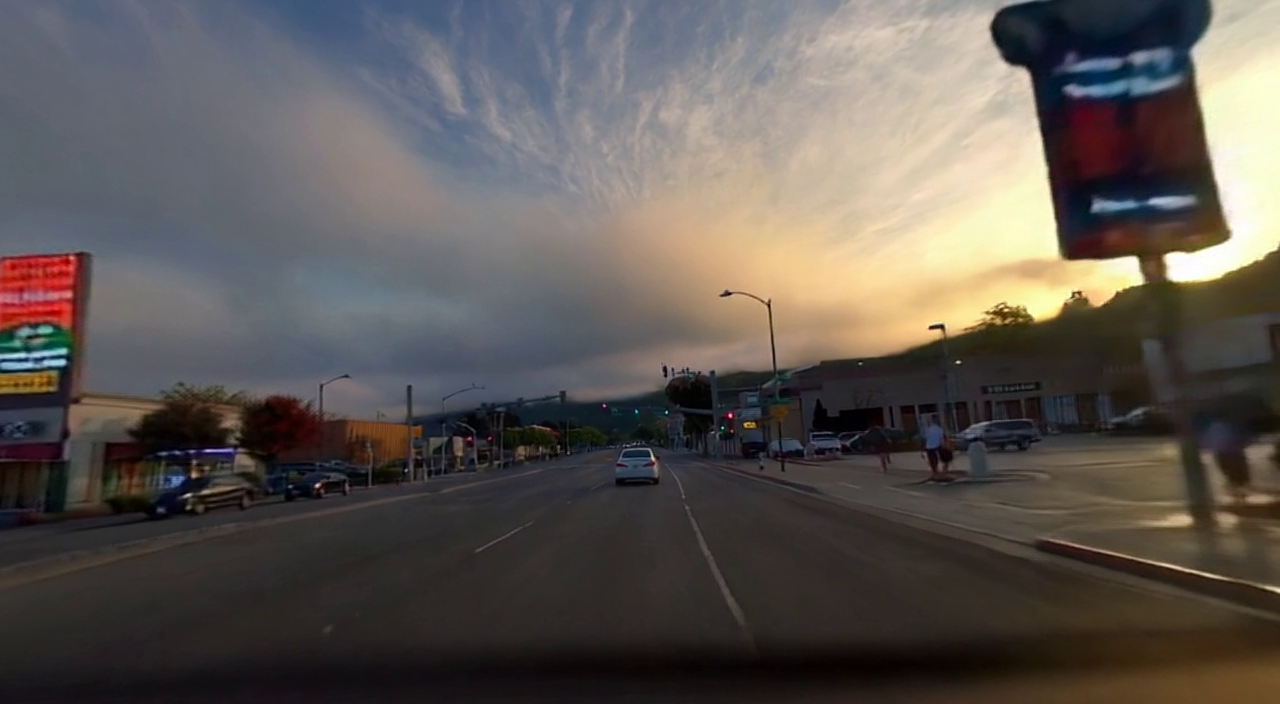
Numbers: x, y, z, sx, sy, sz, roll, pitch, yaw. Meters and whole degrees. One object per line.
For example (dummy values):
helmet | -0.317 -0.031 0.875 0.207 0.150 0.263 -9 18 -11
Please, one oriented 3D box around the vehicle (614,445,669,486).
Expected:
vehicle | 0.124 4.410 24.915 1.977 1.451 4.032 -1 -9 3

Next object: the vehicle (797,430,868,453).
vehicle | 13.871 6.468 45.762 4.466 1.553 2.060 1 -7 -1

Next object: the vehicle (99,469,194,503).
vehicle | -29.659 8.008 38.073 4.261 1.756 1.915 7 -11 -38

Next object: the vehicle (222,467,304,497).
vehicle | -24.333 8.335 40.800 4.310 1.663 1.881 6 -10 -34
